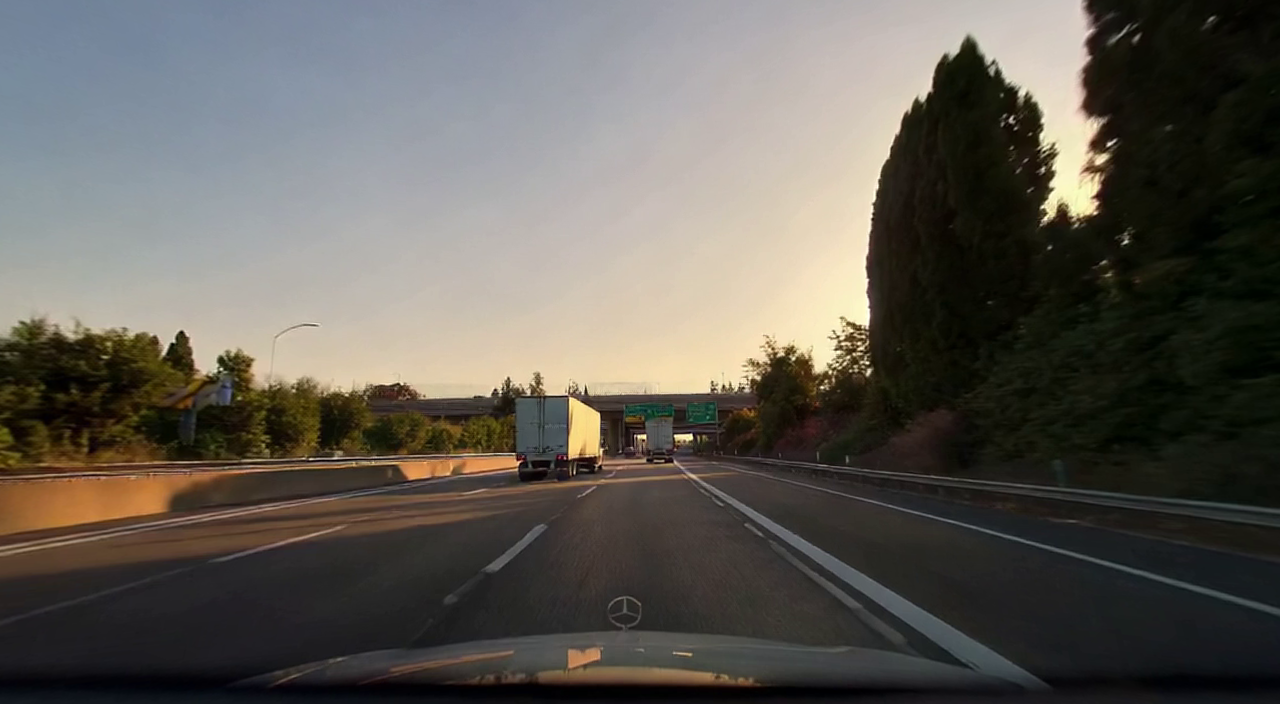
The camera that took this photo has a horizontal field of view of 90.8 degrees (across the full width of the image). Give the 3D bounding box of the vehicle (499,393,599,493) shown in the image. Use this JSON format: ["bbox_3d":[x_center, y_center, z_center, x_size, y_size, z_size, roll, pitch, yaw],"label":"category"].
[{"bbox_3d":[-3.229,3.559,24.402,2.696,3.266,7.062,0,-9,1],"label":"vehicle"}]
